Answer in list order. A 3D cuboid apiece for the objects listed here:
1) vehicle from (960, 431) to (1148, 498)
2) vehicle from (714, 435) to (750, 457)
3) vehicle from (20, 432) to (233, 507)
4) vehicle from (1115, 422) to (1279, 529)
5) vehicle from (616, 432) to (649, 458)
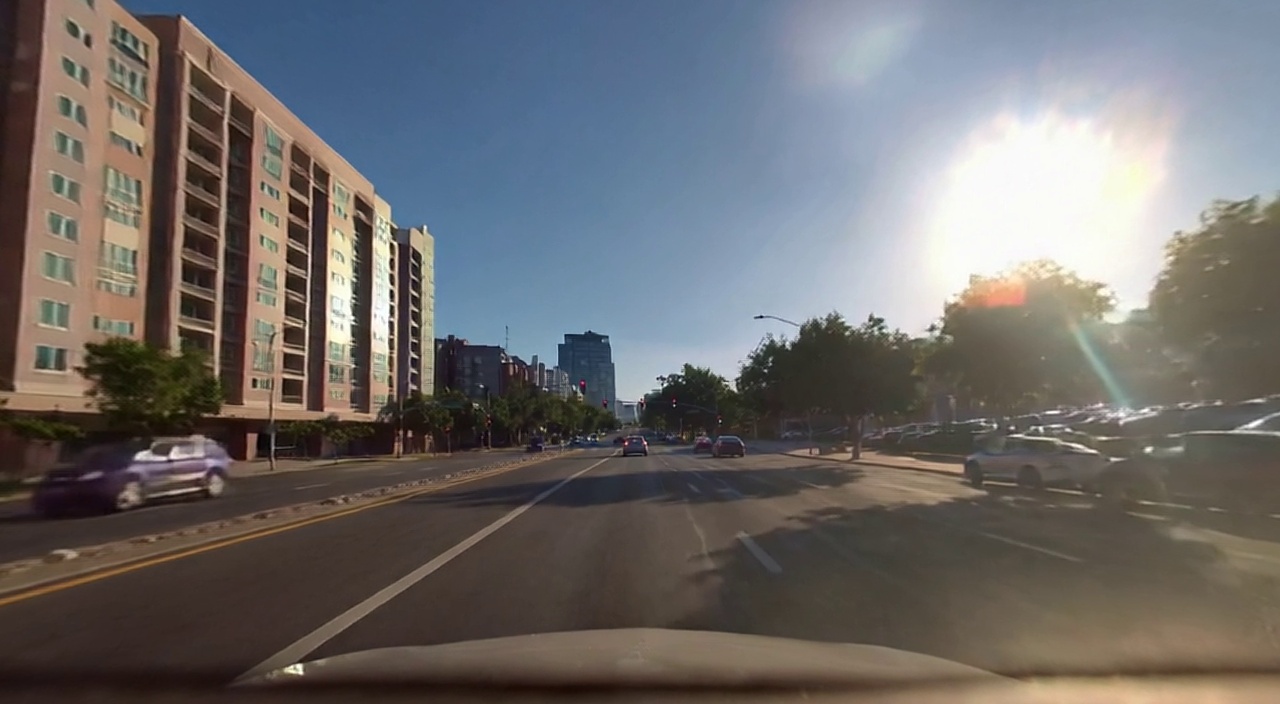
[{"bbox_3d":[10.352,2.836,16.303,1.948,1.489,4.276,0,-8,0],"label":"vehicle"},{"bbox_3d":[6.324,6.539,43.982,1.768,1.417,4.213,0,-8,-2],"label":"vehicle"},{"bbox_3d":[-13.214,3.027,16.749,2.046,1.682,4.518,0,-8,-4],"label":"vehicle"},{"bbox_3d":[10.552,2.020,10.573,1.905,1.597,4.040,0,-8,-2],"label":"vehicle"},{"bbox_3d":[-0.462,6.078,41.330,2.032,1.593,3.896,0,-8,0],"label":"vehicle"}]
